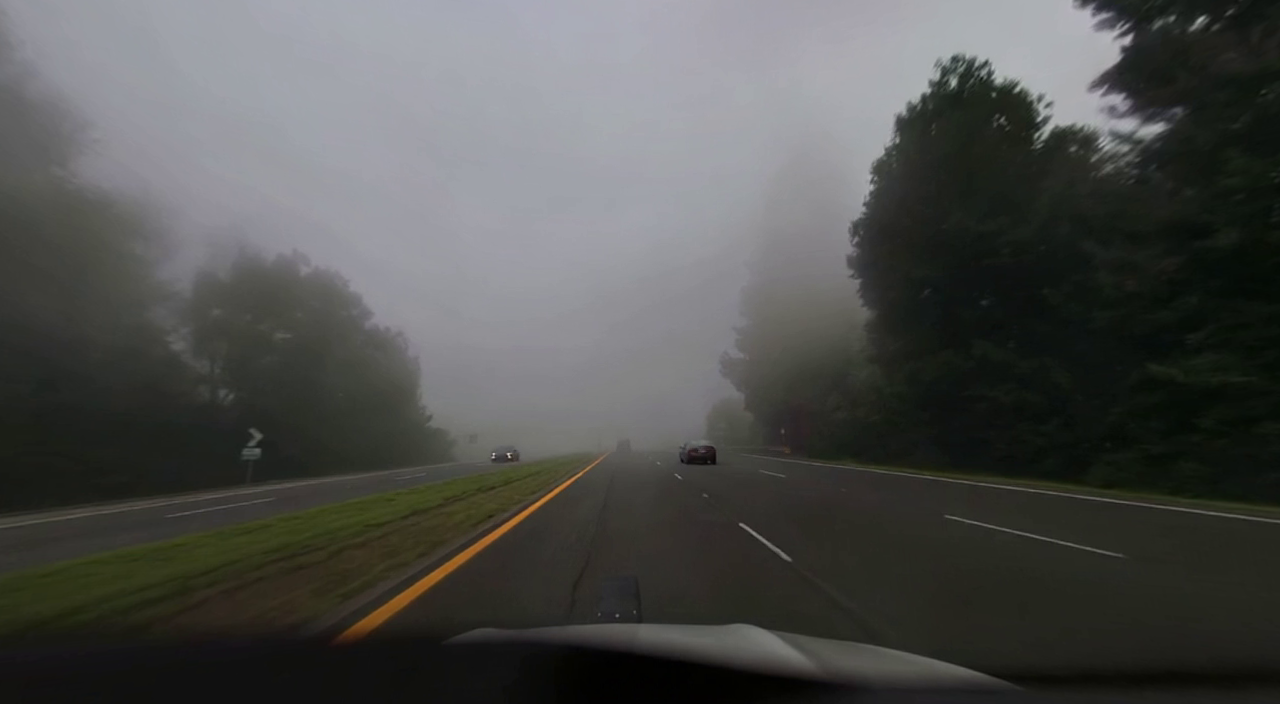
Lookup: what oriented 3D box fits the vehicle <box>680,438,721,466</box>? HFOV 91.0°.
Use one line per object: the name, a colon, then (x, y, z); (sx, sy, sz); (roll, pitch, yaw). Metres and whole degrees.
vehicle: (3.278, 5.510, 34.820); (1.781, 1.470, 3.540); (0, -8, -2)
